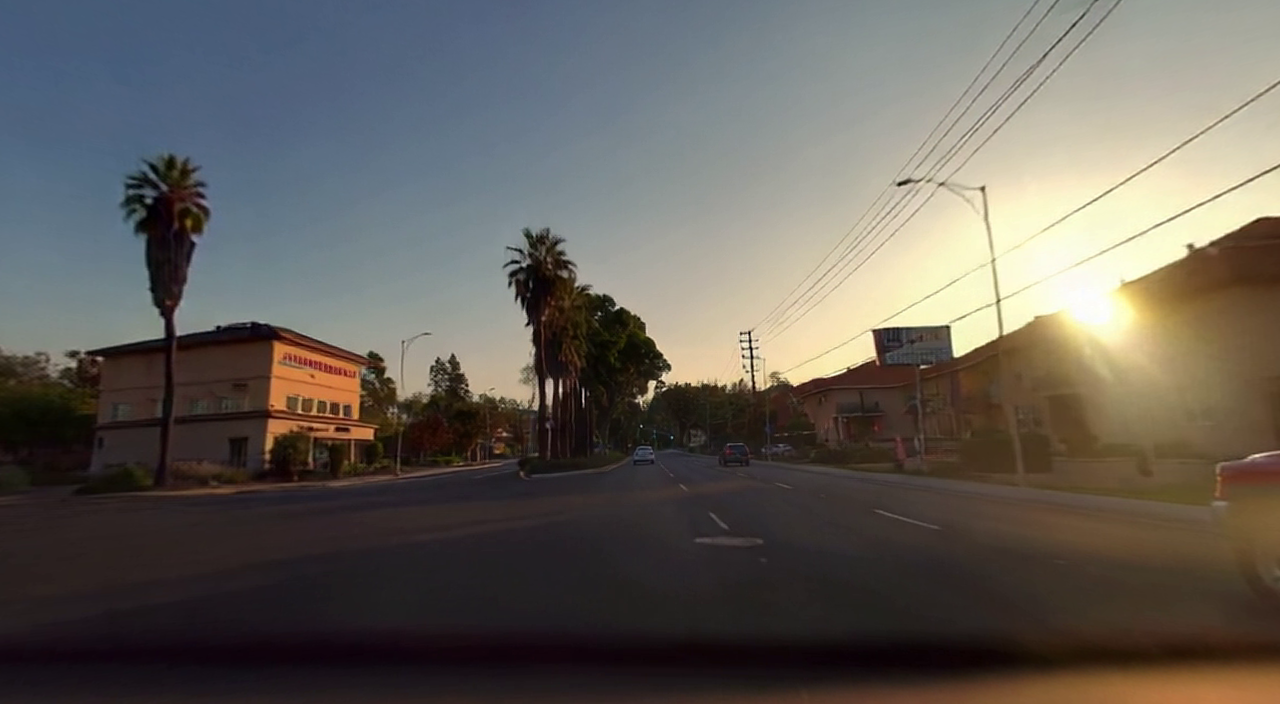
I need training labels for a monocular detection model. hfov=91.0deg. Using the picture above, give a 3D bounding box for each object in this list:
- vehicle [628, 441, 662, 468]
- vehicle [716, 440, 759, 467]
[{"bbox_3d":[0.312,6.821,42.165,2.138,1.702,4.168,0,-9,0],"label":"vehicle"},{"bbox_3d":[6.642,6.980,43.419,2.252,1.718,4.617,0,-9,0],"label":"vehicle"}]
